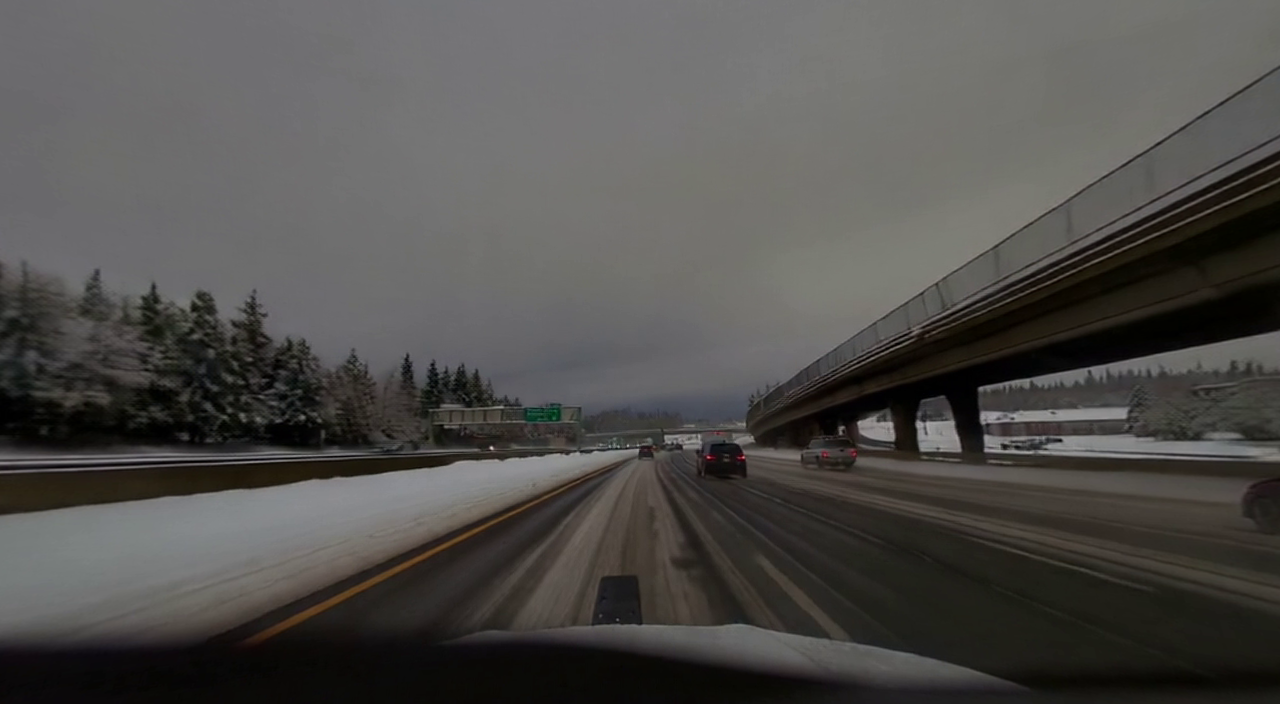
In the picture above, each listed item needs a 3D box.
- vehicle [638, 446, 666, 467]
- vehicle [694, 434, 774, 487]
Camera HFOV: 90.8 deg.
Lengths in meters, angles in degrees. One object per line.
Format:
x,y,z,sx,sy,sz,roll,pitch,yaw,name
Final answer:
0.922,8.059,48.833,2.046,1.475,3.784,0,-9,1,vehicle
3.376,4.047,23.786,2.226,1.779,4.835,0,-9,-1,vehicle
